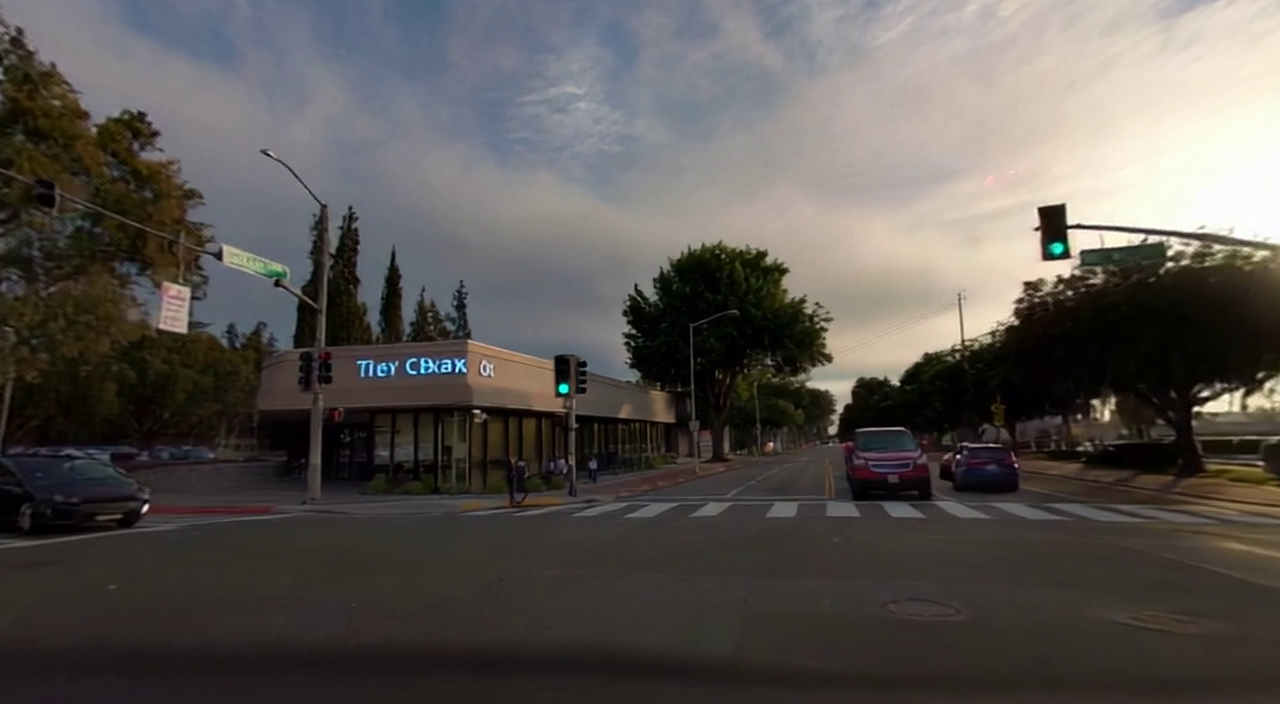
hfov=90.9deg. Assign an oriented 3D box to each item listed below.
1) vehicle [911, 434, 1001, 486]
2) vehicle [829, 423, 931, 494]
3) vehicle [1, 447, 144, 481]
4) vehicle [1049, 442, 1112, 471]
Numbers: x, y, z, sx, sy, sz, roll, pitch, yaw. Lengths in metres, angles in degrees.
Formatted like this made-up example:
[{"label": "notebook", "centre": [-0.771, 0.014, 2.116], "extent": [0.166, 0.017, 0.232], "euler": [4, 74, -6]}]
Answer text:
[{"label": "vehicle", "centre": [11.686, 3.985, 23.685], "extent": [2.048, 1.725, 4.754], "euler": [-2, -9, 15]}, {"label": "vehicle", "centre": [7.472, 3.355, 20.238], "extent": [2.390, 1.948, 5.344], "euler": [-2, -9, 14]}, {"label": "vehicle", "centre": [-27.171, 5.354, 30.348], "extent": [4.671, 1.543, 1.846], "euler": [2, -9, -12]}, {"label": "vehicle", "centre": [27.978, 6.628, 40.180], "extent": [1.886, 1.687, 4.268], "euler": [-2, -9, 16]}]
